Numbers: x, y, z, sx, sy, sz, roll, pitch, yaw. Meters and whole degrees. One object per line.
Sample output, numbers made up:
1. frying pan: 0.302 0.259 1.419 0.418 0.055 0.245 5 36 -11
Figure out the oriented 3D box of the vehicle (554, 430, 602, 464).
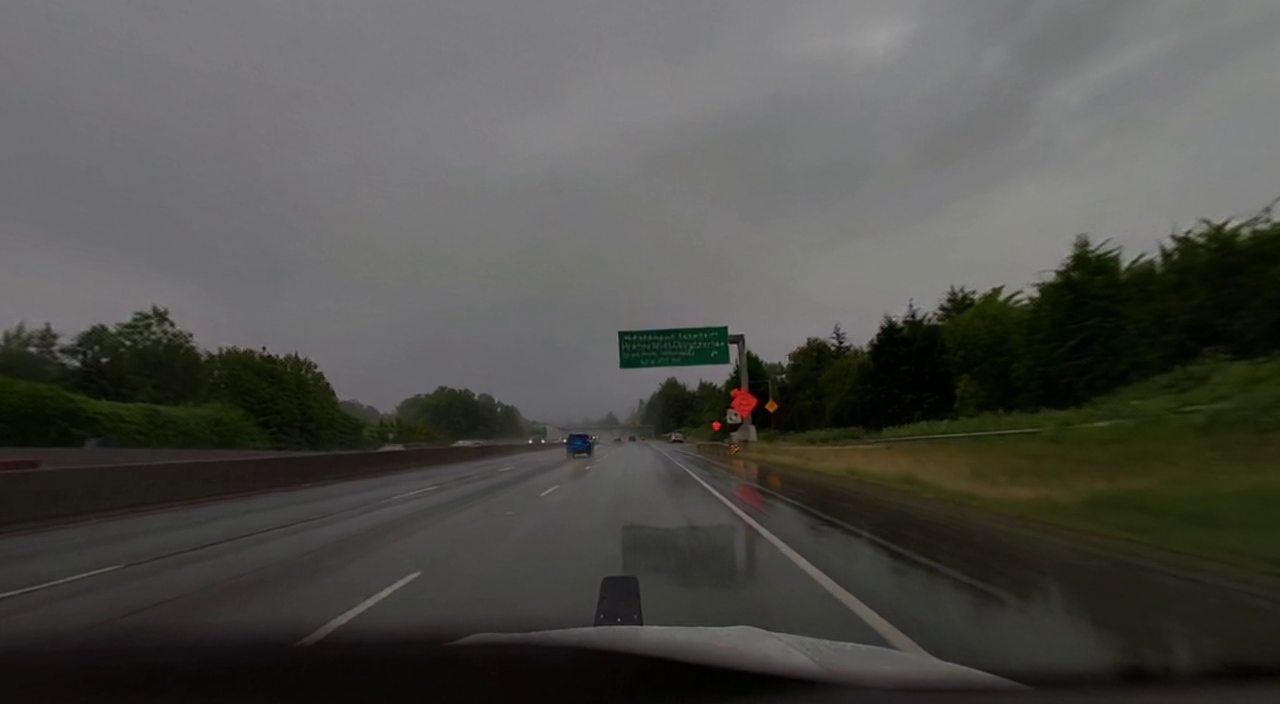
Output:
1. vehicle: -3.274 5.109 33.867 2.125 1.662 4.336 0 -8 0
